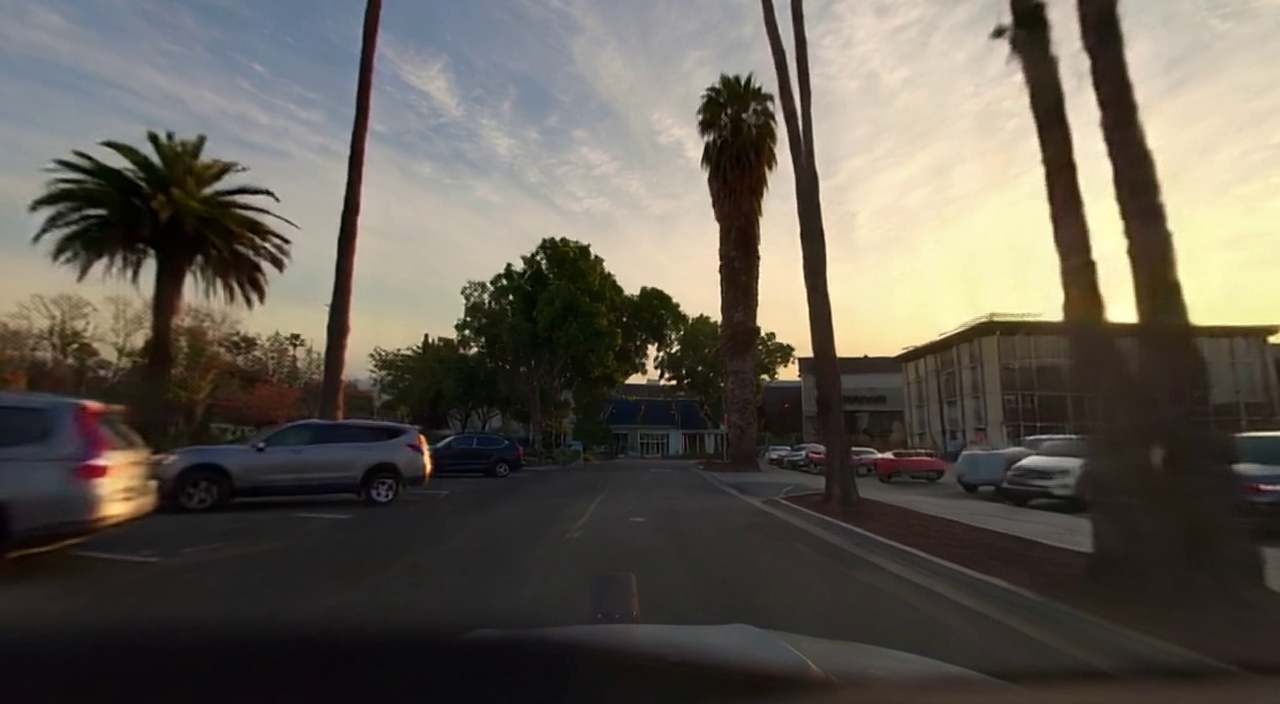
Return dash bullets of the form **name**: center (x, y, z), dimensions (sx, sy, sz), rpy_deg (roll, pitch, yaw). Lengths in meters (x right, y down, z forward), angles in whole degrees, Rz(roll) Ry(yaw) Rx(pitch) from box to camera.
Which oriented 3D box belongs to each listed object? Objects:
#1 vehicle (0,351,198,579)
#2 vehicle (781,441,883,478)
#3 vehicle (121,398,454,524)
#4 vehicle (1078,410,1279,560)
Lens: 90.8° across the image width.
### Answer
- **vehicle**: center (-6.521, 0.973, 5.387), dimensions (4.302, 1.804, 2.060), rpy_deg (5, -12, -32)
- **vehicle**: center (9.686, 5.448, 31.898), dimensions (4.758, 1.759, 2.068), rpy_deg (5, -12, -27)
- **vehicle**: center (-6.063, 1.914, 11.363), dimensions (4.763, 1.801, 2.013), rpy_deg (6, -11, -34)
- **vehicle**: center (9.540, 1.950, 9.865), dimensions (4.916, 1.814, 2.232), rpy_deg (4, -10, -27)
